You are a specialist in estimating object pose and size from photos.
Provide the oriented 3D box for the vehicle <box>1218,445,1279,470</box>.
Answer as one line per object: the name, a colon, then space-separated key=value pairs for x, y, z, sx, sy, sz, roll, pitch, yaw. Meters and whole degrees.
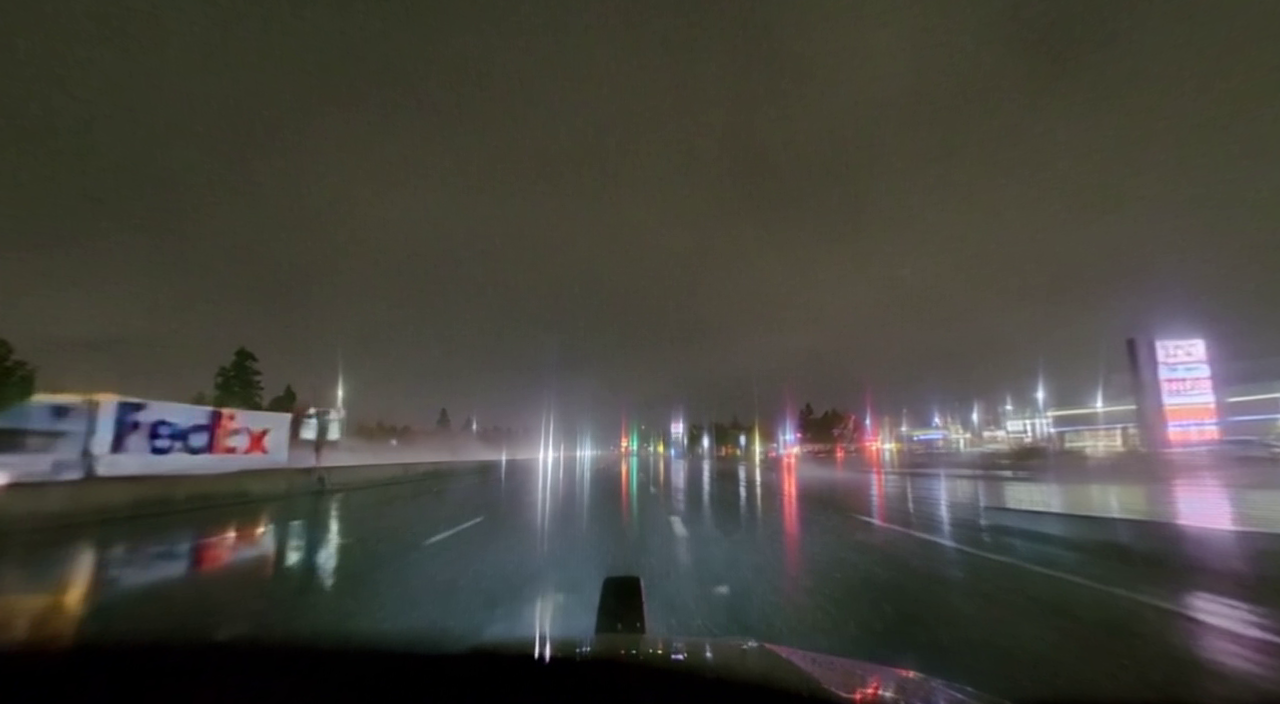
vehicle: x=43.261 y=7.301 z=43.616 sx=4.635 sy=1.693 sz=2.073 roll=1 pitch=-9 yaw=-7

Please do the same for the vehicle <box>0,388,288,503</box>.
vehicle: x=-23.478 y=4.611 z=30.935 sx=2.964 sy=4.152 sz=16.360 roll=0 pitch=-9 yaw=0

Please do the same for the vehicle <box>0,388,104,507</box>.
vehicle: x=-23.268 y=3.236 z=21.444 sx=2.971 sy=4.003 sz=7.817 roll=0 pitch=-9 yaw=-1

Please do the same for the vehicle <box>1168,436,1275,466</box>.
vehicle: x=43.969 y=7.469 z=47.701 sx=5.942 sy=2.037 sz=2.359 roll=1 pitch=-4 yaw=-3
